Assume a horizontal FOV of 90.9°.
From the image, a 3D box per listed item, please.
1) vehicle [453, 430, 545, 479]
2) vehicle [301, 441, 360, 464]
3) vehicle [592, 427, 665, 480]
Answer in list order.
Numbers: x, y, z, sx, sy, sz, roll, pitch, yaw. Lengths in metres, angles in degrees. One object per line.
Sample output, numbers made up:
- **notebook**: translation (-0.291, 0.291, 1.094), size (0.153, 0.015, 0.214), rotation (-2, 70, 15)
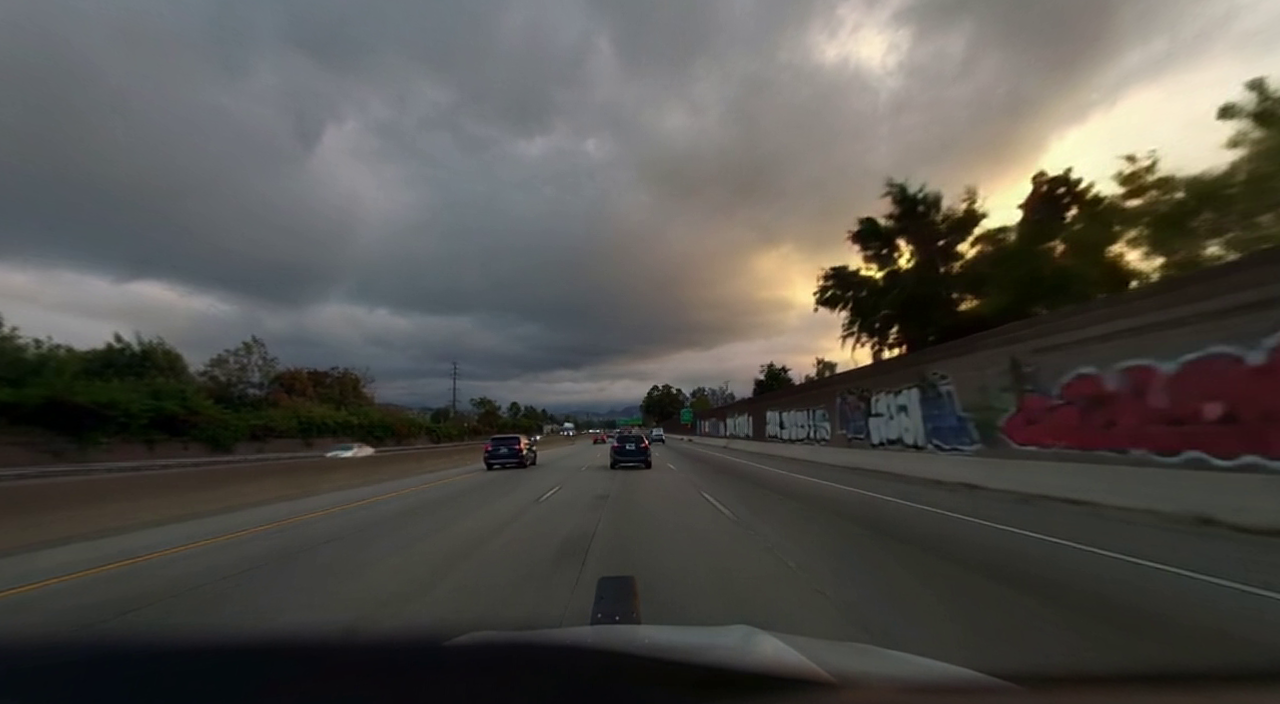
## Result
- **vehicle**: translation (-4.549, 3.363, 21.054), size (2.022, 1.440, 4.491), rotation (0, -8, 0)
- **vehicle**: translation (-21.513, 7.001, 44.025), size (1.875, 1.477, 4.556), rotation (0, -8, -1)
- **vehicle**: translation (-0.388, 3.143, 19.748), size (2.044, 1.477, 3.693), rotation (0, -8, -2)
